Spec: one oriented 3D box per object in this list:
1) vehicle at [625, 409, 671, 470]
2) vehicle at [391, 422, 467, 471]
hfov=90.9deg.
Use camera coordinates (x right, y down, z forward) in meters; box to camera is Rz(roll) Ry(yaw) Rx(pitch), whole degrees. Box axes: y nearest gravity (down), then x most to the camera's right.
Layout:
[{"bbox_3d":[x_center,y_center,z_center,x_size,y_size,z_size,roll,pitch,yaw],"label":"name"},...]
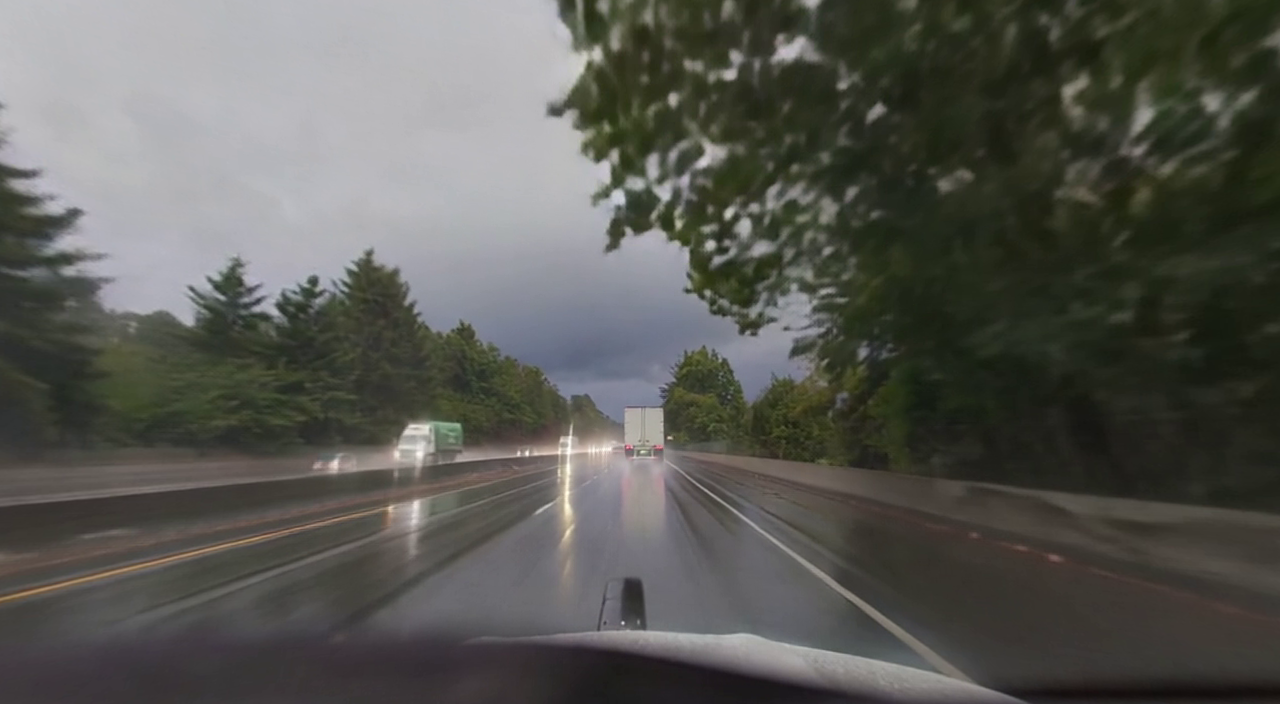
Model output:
[{"bbox_3d":[0.431,6.512,46.452,3.024,3.965,10.399,0,-9,-1],"label":"vehicle"},{"bbox_3d":[-16.425,7.494,49.834,2.889,3.506,8.390,0,-9,2],"label":"vehicle"}]
